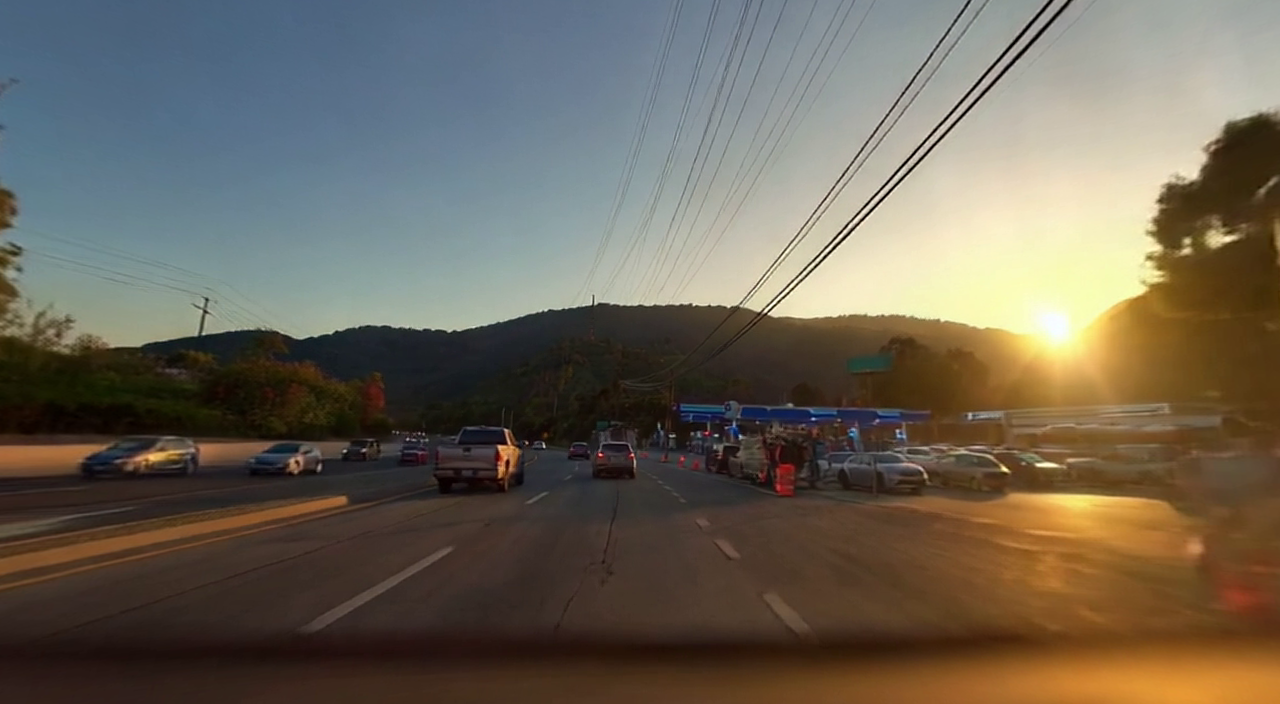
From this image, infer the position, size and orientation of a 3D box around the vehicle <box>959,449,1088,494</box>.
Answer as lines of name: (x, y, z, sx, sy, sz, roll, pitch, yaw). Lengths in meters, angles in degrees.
vehicle: (17.000, 5.278, 28.350, 1.986, 1.771, 4.809, 2, -9, -15)

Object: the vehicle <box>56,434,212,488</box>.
vehicle: (-17.546, 3.791, 22.265, 1.972, 1.677, 4.443, 0, -9, -3)

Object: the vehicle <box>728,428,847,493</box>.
vehicle: (5.528, 4.201, 24.952, 2.706, 2.199, 6.527, 0, -9, -4)

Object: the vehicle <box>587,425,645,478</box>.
vehicle: (-1.239, 4.672, 29.874, 2.486, 2.280, 5.291, 1, -9, -4)

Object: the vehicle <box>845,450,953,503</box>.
vehicle: (8.995, 4.327, 22.376, 1.933, 1.480, 4.249, 2, -7, -2)

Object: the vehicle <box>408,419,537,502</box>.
vehicle: (-4.574, 3.074, 18.355, 2.345, 2.012, 5.693, 0, -9, -2)
